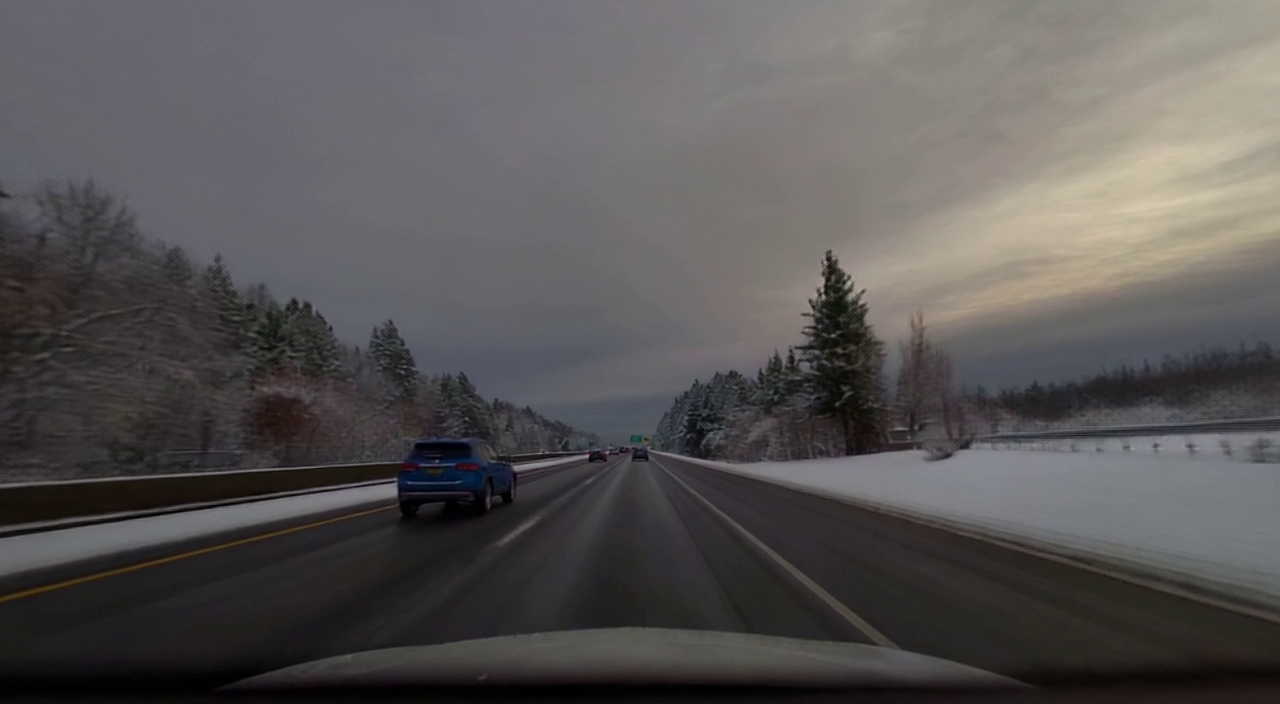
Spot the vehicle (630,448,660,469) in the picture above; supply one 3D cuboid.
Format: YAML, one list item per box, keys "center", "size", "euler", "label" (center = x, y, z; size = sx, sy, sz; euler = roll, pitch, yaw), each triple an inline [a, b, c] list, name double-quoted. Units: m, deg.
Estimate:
- center: [0.295, 7.598, 45.293]
  size: [2.046, 1.452, 4.407]
  euler: [0, -9, -1]
  label: "vehicle"

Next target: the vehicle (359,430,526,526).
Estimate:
- center: [-3.850, 2.531, 13.230]
  size: [2.100, 1.667, 4.223]
  euler: [0, -9, 0]
  label: "vehicle"
